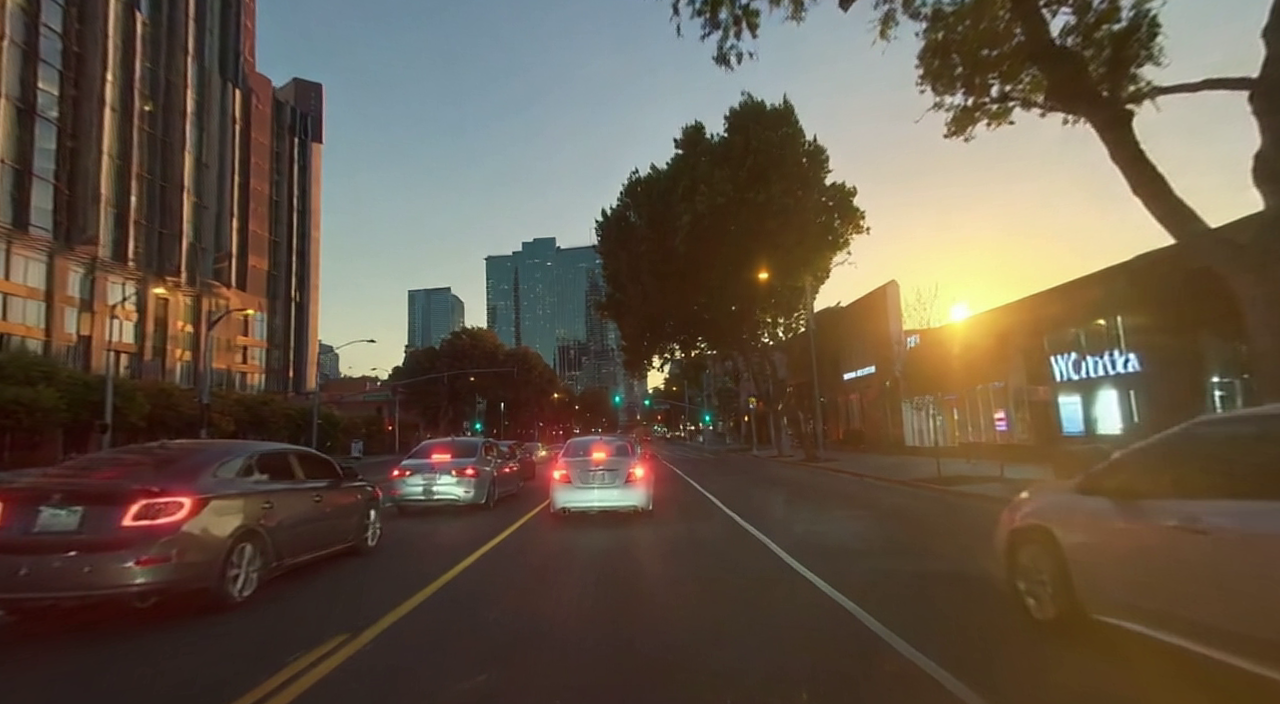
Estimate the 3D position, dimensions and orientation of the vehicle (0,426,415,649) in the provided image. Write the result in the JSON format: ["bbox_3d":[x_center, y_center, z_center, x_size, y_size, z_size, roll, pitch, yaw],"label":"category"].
[{"bbox_3d":[-4.138,1.566,6.483,2.020,1.457,4.496,0,-9,0],"label":"vehicle"}]

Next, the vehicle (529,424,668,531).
[{"bbox_3d":[-0.632,2.142,11.342,2.042,1.555,3.912,0,-9,-1],"label":"vehicle"}]

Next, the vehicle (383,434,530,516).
[{"bbox_3d":[-3.744,2.576,13.737,1.950,1.487,4.130,0,-9,0],"label":"vehicle"}]

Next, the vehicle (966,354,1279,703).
[{"bbox_3d":[3.752,0.884,2.977,2.097,1.651,4.300,0,-9,0],"label":"vehicle"}]
